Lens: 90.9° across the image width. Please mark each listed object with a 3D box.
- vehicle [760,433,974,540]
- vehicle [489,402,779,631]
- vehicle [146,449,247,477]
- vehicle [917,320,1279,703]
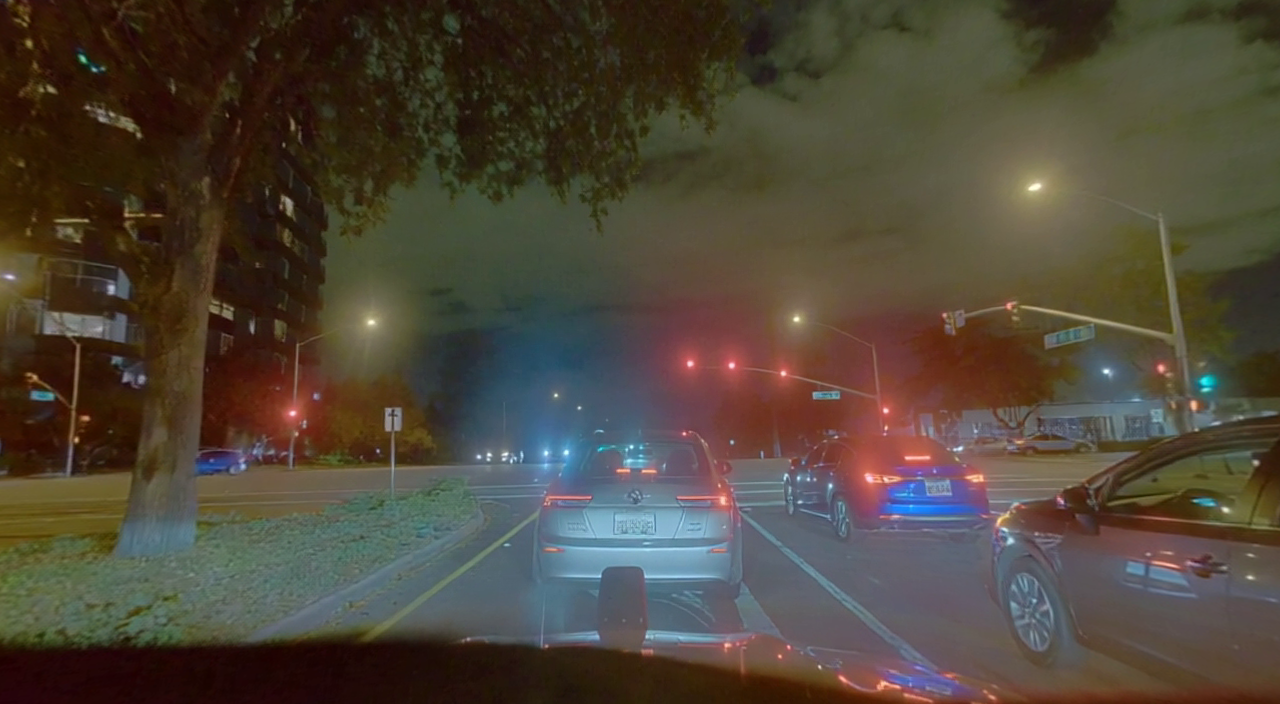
[{"bbox_3d":[3.664,2.258,11.300,2.054,1.482,4.654,0,-9,-1],"label":"vehicle"},{"bbox_3d":[-0.055,1.476,6.511,2.074,1.631,3.793,0,-9,0],"label":"vehicle"},{"bbox_3d":[-33.344,8.301,47.541,5.783,1.933,2.174,8,-12,-43],"label":"vehicle"},{"bbox_3d":[3.674,0.926,3.441,2.162,1.829,4.519,0,-9,-1],"label":"vehicle"}]
